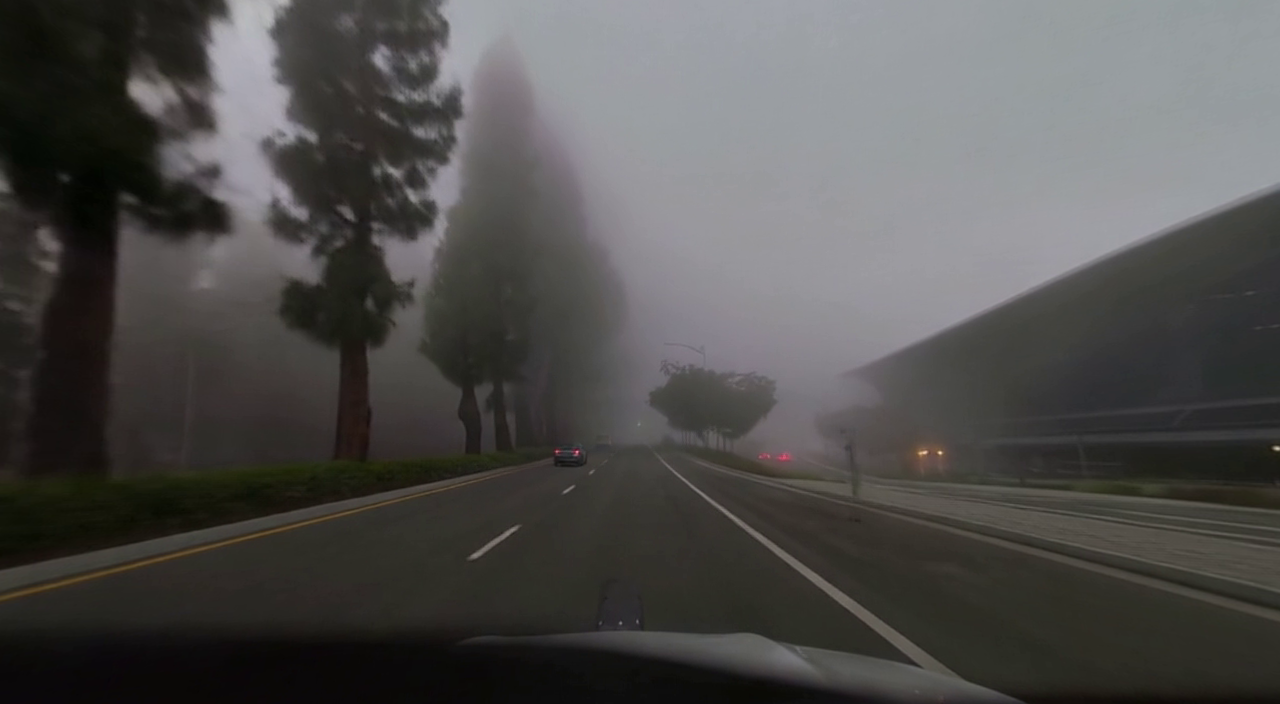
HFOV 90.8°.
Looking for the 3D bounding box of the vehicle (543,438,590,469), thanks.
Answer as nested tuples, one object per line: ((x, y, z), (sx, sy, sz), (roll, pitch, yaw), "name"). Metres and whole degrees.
((-3.871, 5.398, 33.849), (1.984, 1.521, 4.682), (0, -8, 0), "vehicle")
